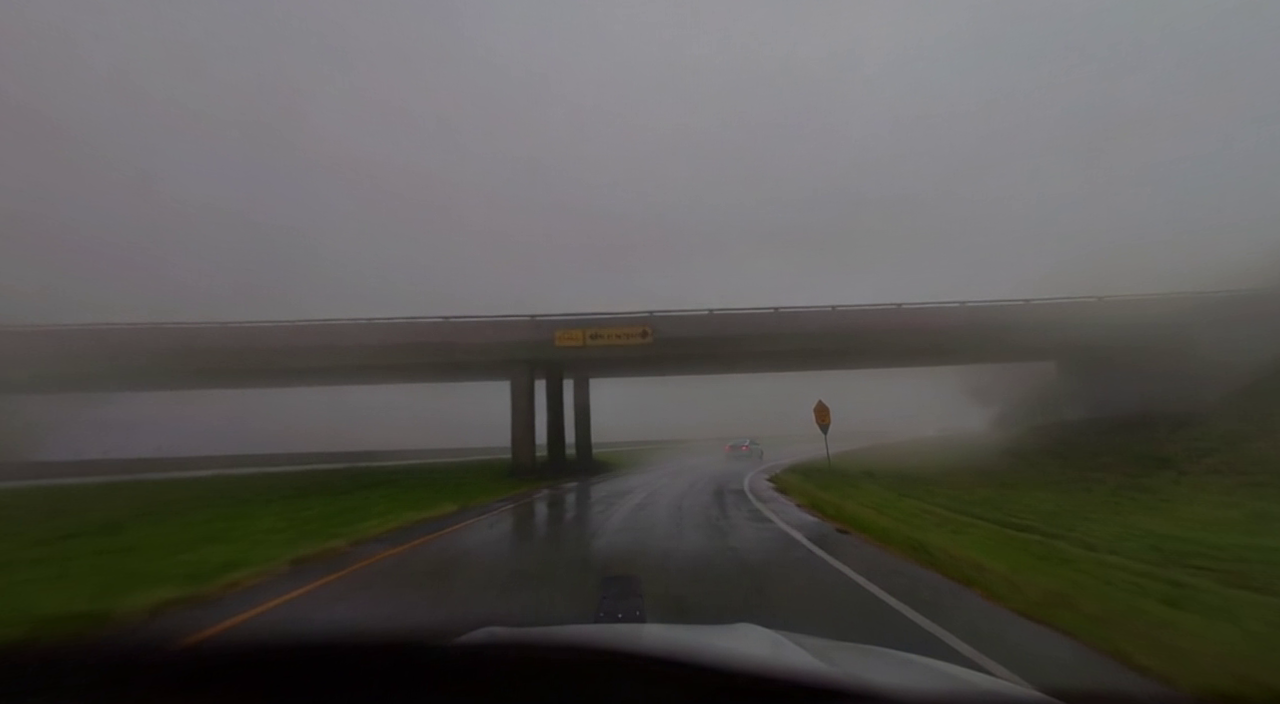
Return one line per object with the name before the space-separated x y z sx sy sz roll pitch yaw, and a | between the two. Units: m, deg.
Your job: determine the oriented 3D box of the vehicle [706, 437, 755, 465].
vehicle | 5.116 5.532 35.135 1.980 1.449 3.650 -4 -9 20
